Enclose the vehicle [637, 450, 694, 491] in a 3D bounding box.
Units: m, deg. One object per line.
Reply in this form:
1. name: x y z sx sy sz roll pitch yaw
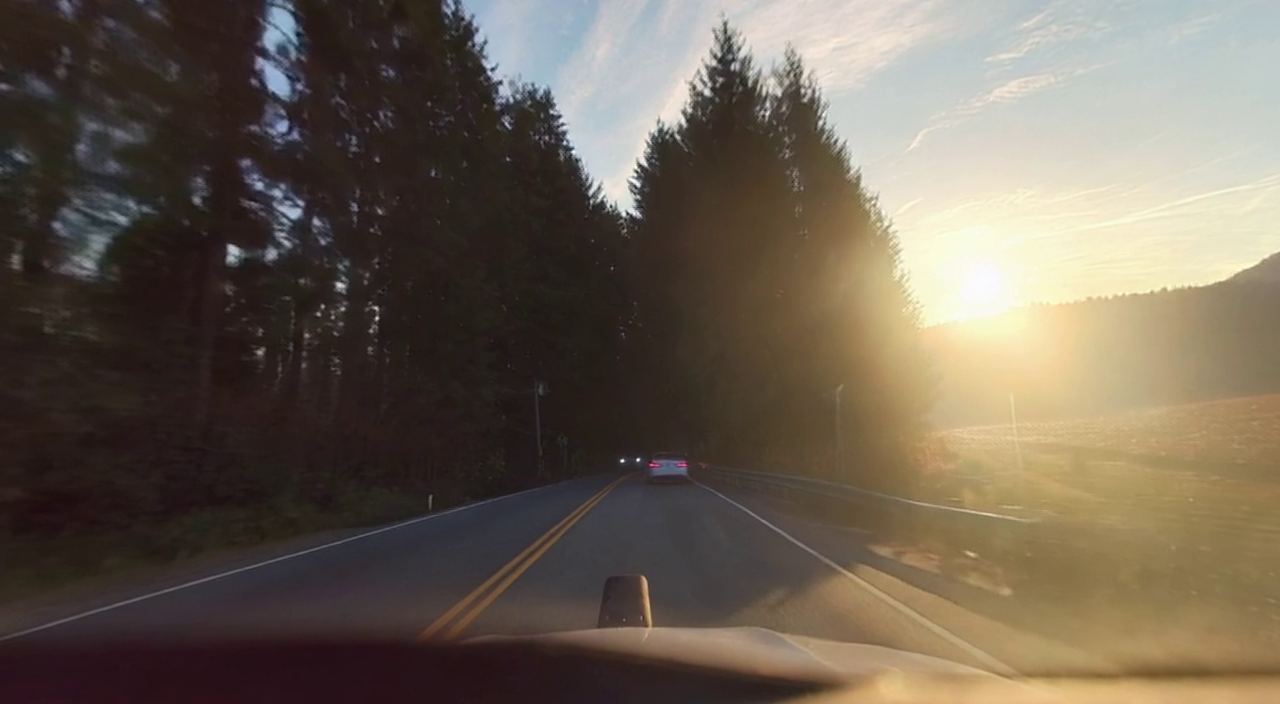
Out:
1. vehicle: 1.088 5.128 27.621 2.274 1.583 4.349 0 -9 2
